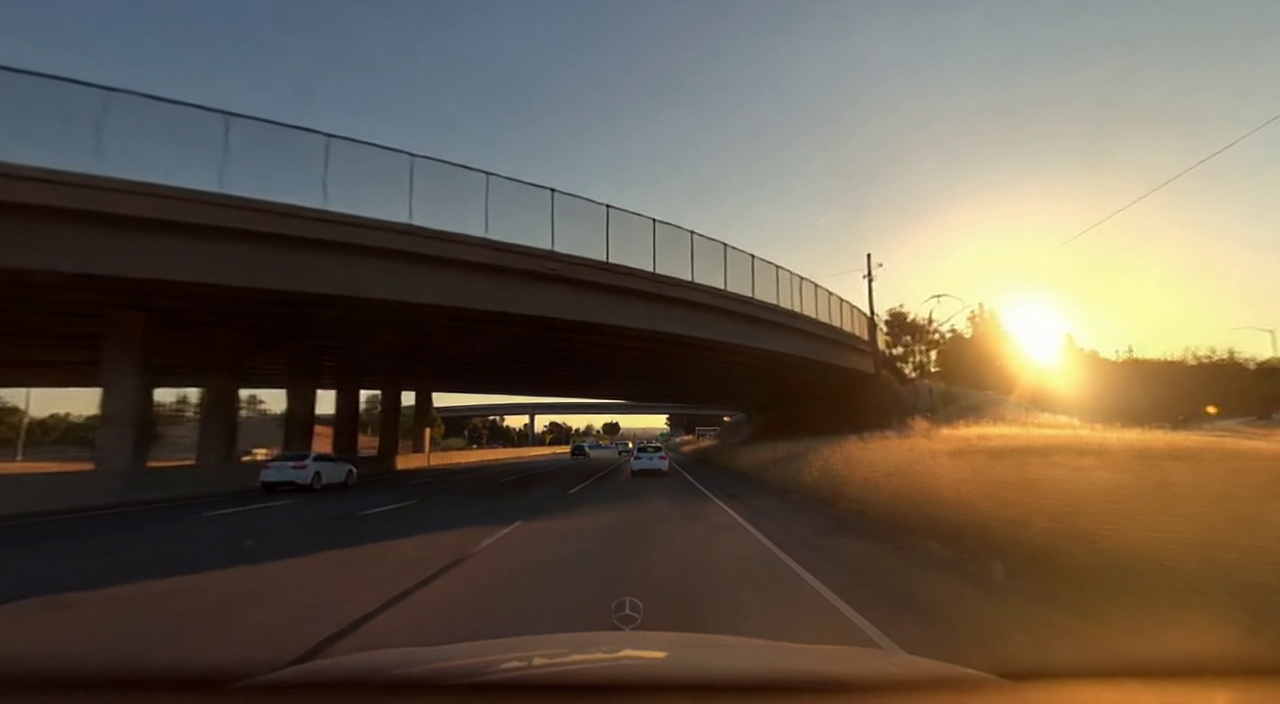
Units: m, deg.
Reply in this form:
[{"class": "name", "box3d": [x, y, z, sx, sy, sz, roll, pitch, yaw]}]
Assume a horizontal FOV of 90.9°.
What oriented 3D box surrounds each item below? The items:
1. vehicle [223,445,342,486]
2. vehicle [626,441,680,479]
[{"class": "vehicle", "box3d": [-14.437, 4.570, 25.877, 1.960, 1.505, 4.854, 0, -9, 2]}, {"class": "vehicle", "box3d": [0.533, 4.626, 27.328, 2.145, 1.493, 4.146, 0, -9, 0]}]
